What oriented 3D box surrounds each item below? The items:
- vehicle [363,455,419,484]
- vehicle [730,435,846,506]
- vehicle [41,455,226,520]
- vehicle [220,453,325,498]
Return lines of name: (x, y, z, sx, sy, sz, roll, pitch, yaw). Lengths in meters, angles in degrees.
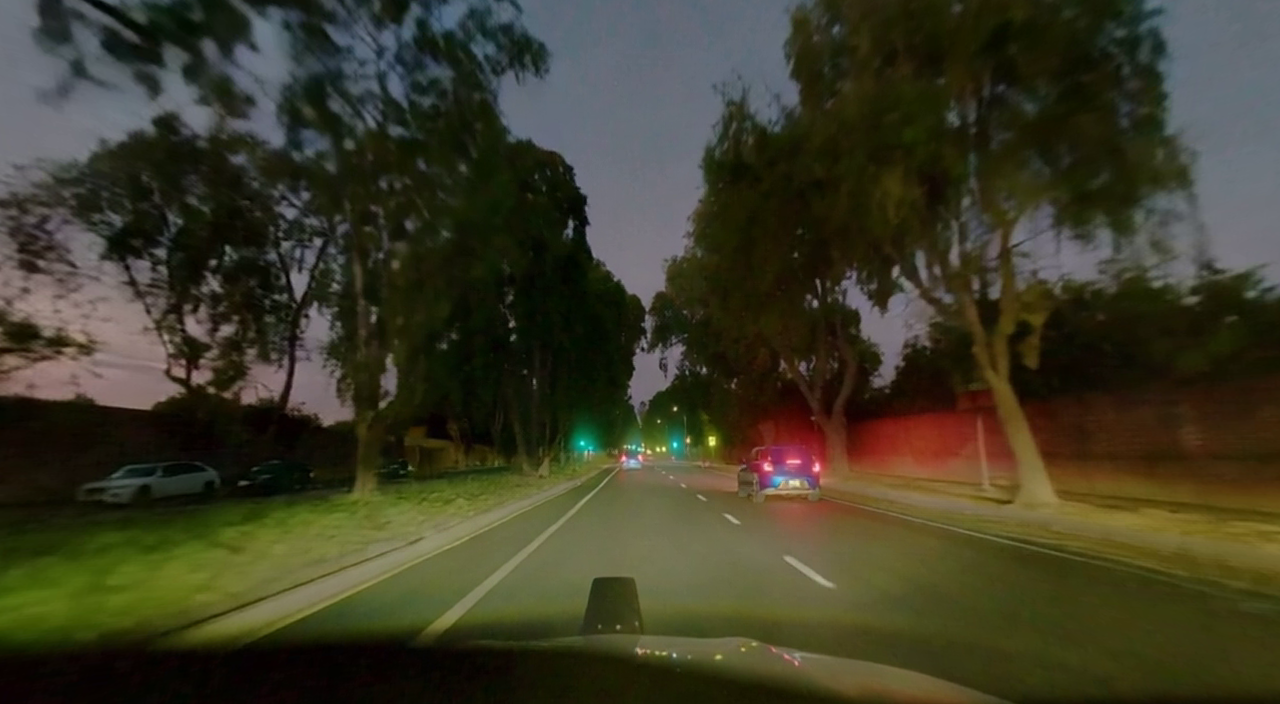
vehicle: (-17.172, 8.088, 43.853, 1.983, 1.786, 4.756, 0, -9, 0)
vehicle: (4.038, 3.332, 18.175, 2.155, 1.752, 4.456, 0, -9, -1)
vehicle: (-17.279, 4.589, 22.064, 2.096, 1.816, 5.362, -4, -9, -1)
vehicle: (-17.556, 5.885, 30.532, 2.075, 1.909, 5.064, 0, -9, -1)
